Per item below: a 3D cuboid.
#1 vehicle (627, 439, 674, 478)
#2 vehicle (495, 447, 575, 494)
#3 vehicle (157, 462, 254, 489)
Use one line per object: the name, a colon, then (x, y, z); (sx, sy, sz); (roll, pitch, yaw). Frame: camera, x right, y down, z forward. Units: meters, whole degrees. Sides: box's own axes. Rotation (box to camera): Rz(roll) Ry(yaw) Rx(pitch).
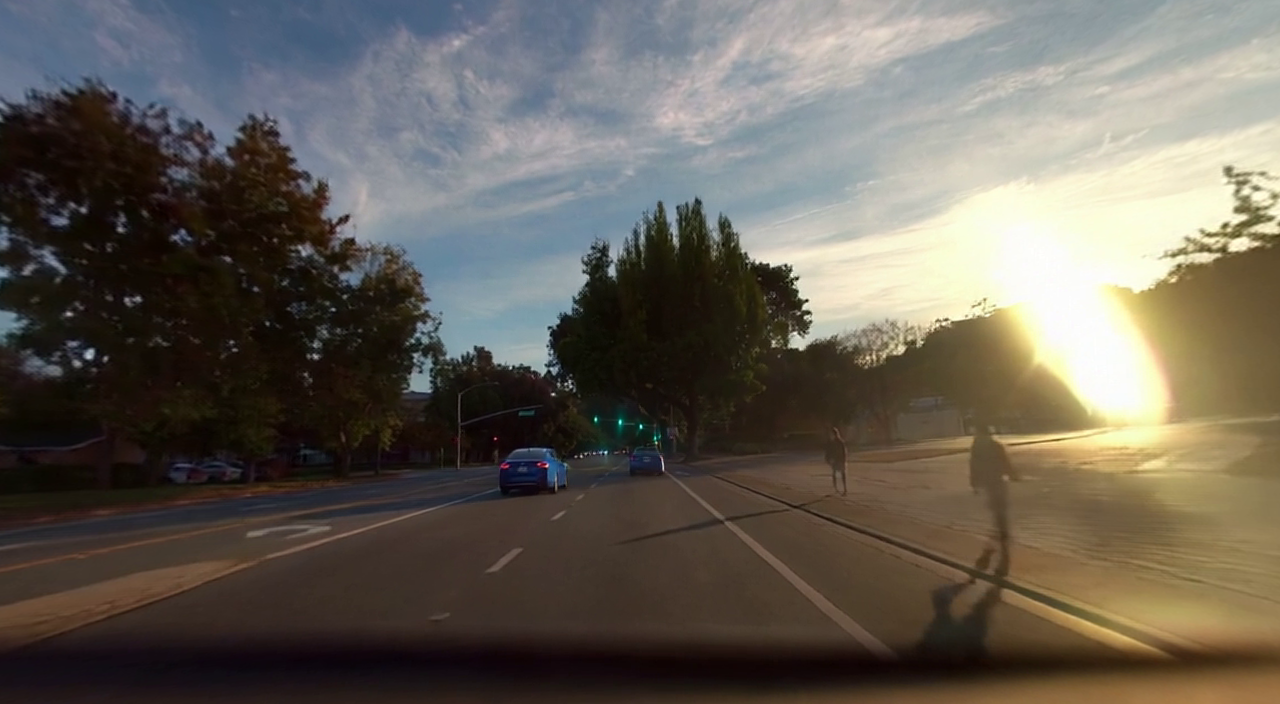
vehicle: (0.446, 5.300, 31.621); (2.215, 1.799, 4.426); (0, -8, -1)
vehicle: (-3.514, 4.029, 21.884); (2.036, 1.447, 4.044); (0, -8, 1)
vehicle: (-25.289, 7.210, 36.772); (4.182, 1.444, 1.884); (0, -8, -4)
